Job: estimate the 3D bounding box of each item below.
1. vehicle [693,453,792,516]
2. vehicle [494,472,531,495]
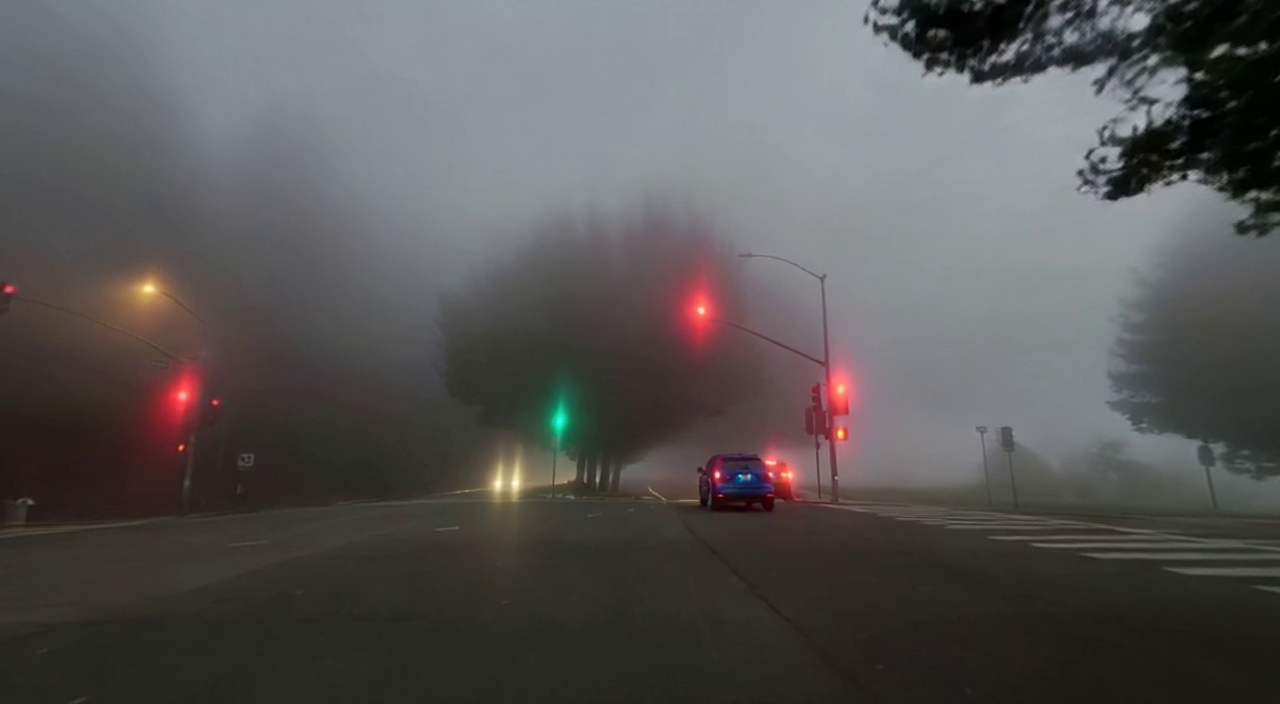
[{"bbox_3d":[2.966,3.975,19.543,2.140,1.655,4.786,0,-9,-1],"label":"vehicle"},{"bbox_3d":[-9.027,9.317,45.056,1.818,1.397,4.026,0,-9,-1],"label":"vehicle"}]
